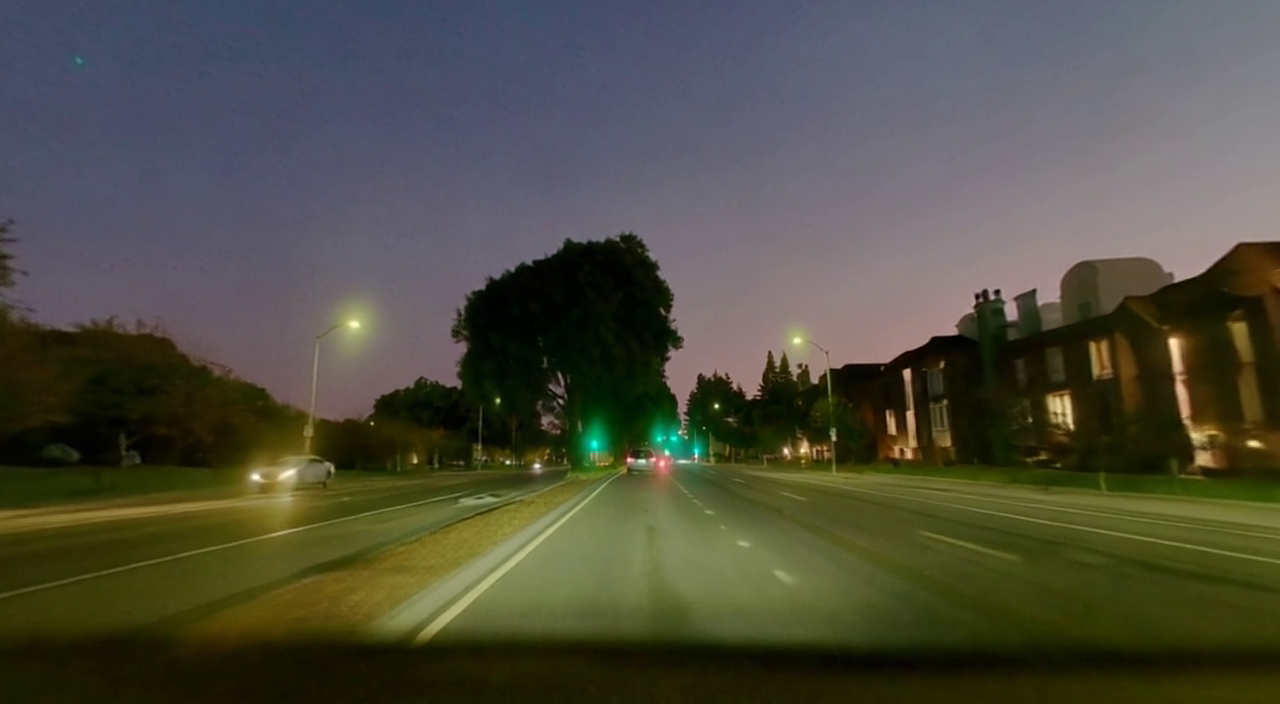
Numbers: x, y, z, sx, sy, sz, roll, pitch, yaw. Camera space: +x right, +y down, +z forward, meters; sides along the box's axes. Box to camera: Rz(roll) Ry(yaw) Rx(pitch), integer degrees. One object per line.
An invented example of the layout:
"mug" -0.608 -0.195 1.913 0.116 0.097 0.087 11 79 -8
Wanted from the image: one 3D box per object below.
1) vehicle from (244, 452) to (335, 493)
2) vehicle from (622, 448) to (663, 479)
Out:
"vehicle" -18.318 6.272 33.340 2.048 1.955 4.692 0 -9 1
"vehicle" 0.169 6.033 34.536 2.093 1.591 4.247 0 -9 1
